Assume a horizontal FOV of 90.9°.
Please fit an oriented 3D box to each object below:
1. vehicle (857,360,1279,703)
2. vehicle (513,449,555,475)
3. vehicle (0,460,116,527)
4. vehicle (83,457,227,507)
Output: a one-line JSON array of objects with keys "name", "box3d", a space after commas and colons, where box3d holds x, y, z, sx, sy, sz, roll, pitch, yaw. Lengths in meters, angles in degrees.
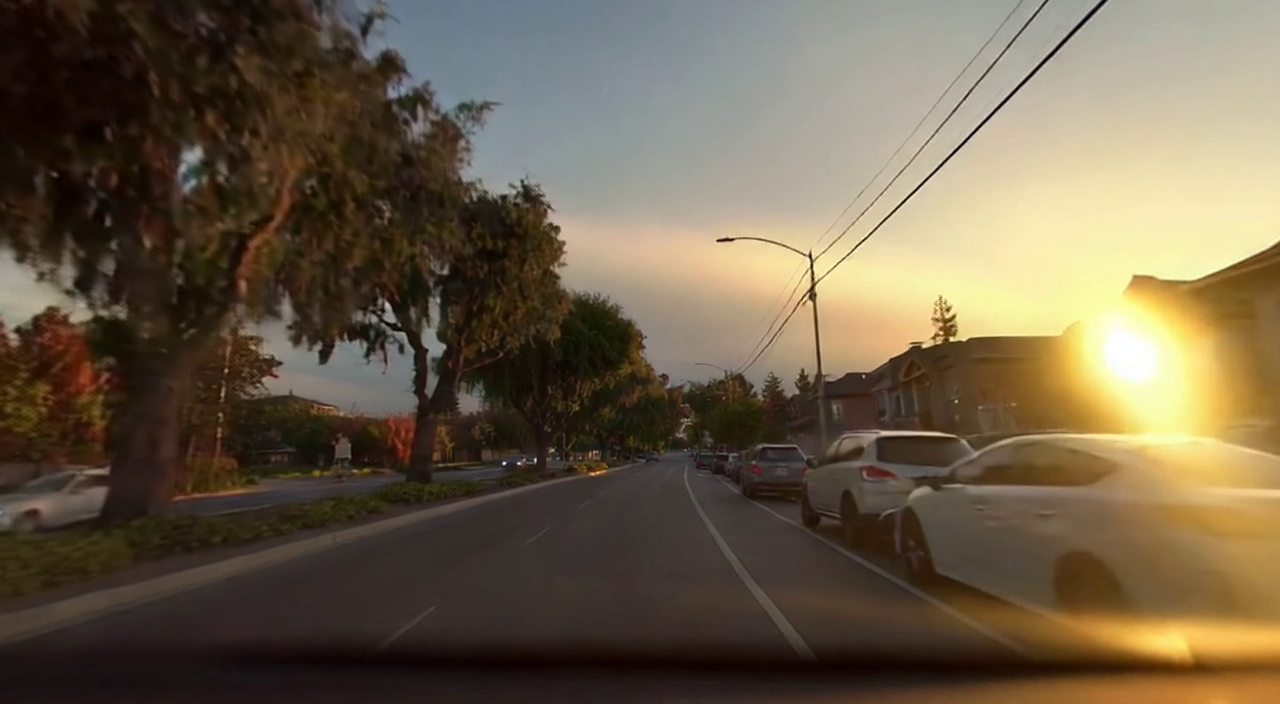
[{"name": "vehicle", "box3d": [3.562, 1.251, 4.801, 2.078, 1.738, 5.133, 0, -8, 1]}, {"name": "vehicle", "box3d": [-7.512, 7.805, 45.196, 2.331, 1.696, 4.861, 0, -8, -1]}, {"name": "vehicle", "box3d": [-16.139, 3.507, 15.682, 1.946, 1.492, 4.794, 0, -8, 2]}, {"name": "vehicle", "box3d": [-19.010, 5.086, 25.042, 2.013, 1.667, 4.412, -1, -8, 4]}]
